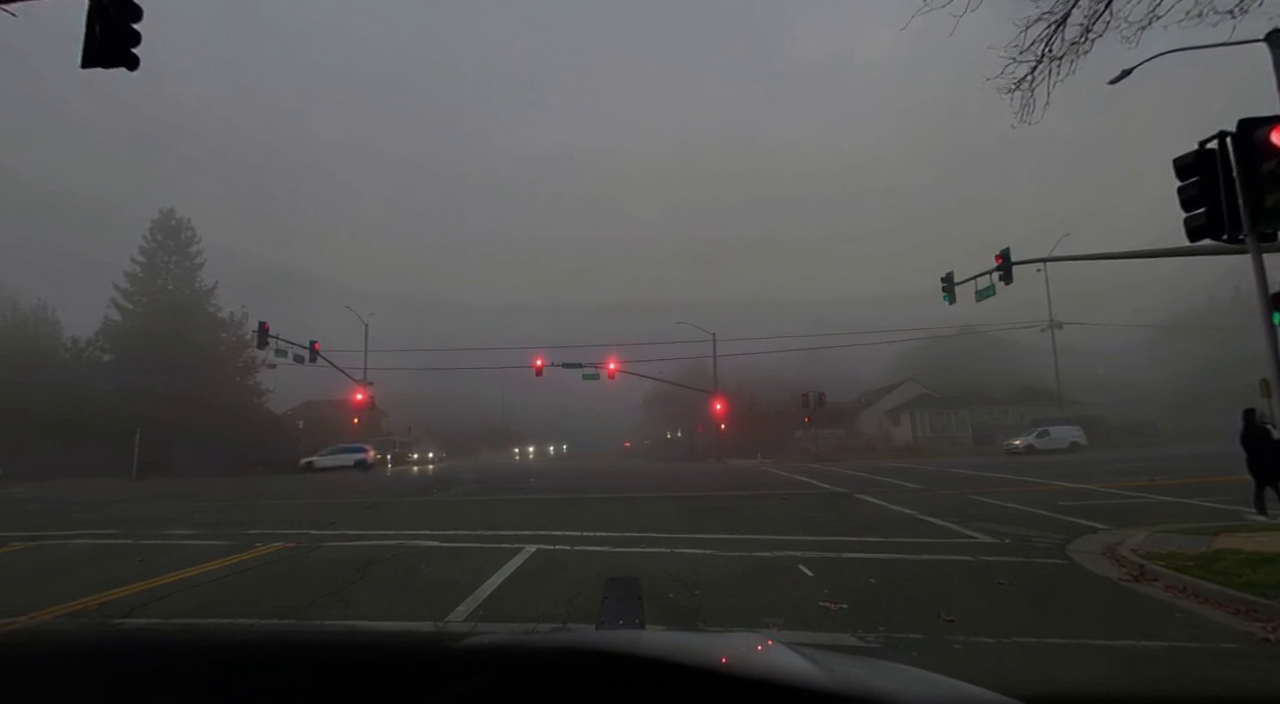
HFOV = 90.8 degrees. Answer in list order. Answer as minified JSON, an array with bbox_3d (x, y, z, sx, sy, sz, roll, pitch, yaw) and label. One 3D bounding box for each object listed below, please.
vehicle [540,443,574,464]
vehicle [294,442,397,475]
[{"bbox_3d":[-6.141,7.523,47.041,1.936,1.444,4.168,0,-8,0],"label":"vehicle"},{"bbox_3d":[-16.128,5.866,34.756,4.706,1.710,1.932,-1,-8,4],"label":"vehicle"}]
